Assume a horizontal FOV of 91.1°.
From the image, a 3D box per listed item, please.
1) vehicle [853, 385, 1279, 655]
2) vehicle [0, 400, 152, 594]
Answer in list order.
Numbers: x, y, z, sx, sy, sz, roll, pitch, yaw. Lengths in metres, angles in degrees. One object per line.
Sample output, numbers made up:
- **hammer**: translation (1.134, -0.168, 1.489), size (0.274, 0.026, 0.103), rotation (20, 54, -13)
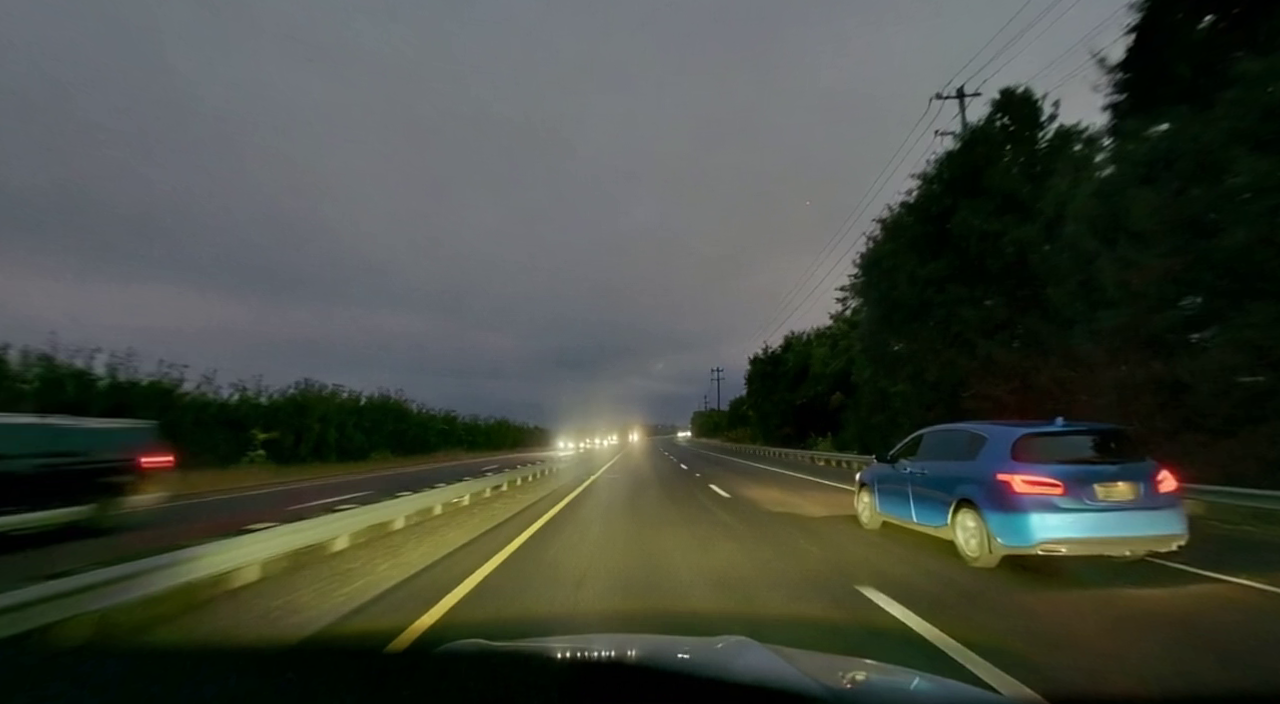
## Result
- **vehicle**: translation (3.716, 1.263, 5.754), size (2.032, 1.562, 4.029), rotation (0, -8, -1)
- **vehicle**: translation (-7.334, 1.292, 5.265), size (2.416, 1.843, 5.072), rotation (0, -8, 0)
